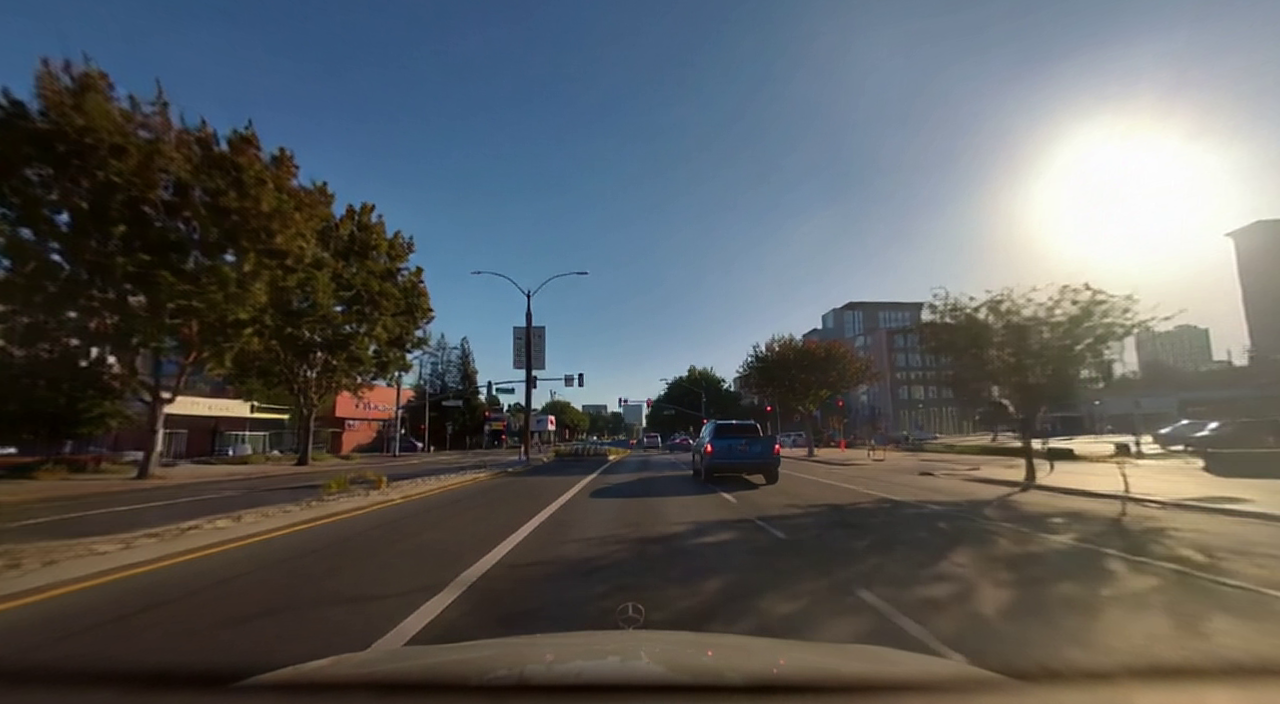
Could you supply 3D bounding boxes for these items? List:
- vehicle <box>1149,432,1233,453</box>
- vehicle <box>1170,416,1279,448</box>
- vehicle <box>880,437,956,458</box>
[{"bbox_3d":[40.015,6.617,45.929,1.770,1.442,4.897,0,-8,1],"label":"vehicle"},{"bbox_3d":[42.854,5.913,46.177,2.372,2.151,6.657,-1,-8,2],"label":"vehicle"},{"bbox_3d":[19.998,6.863,45.432,4.479,1.488,2.038,0,-8,-1],"label":"vehicle"}]
